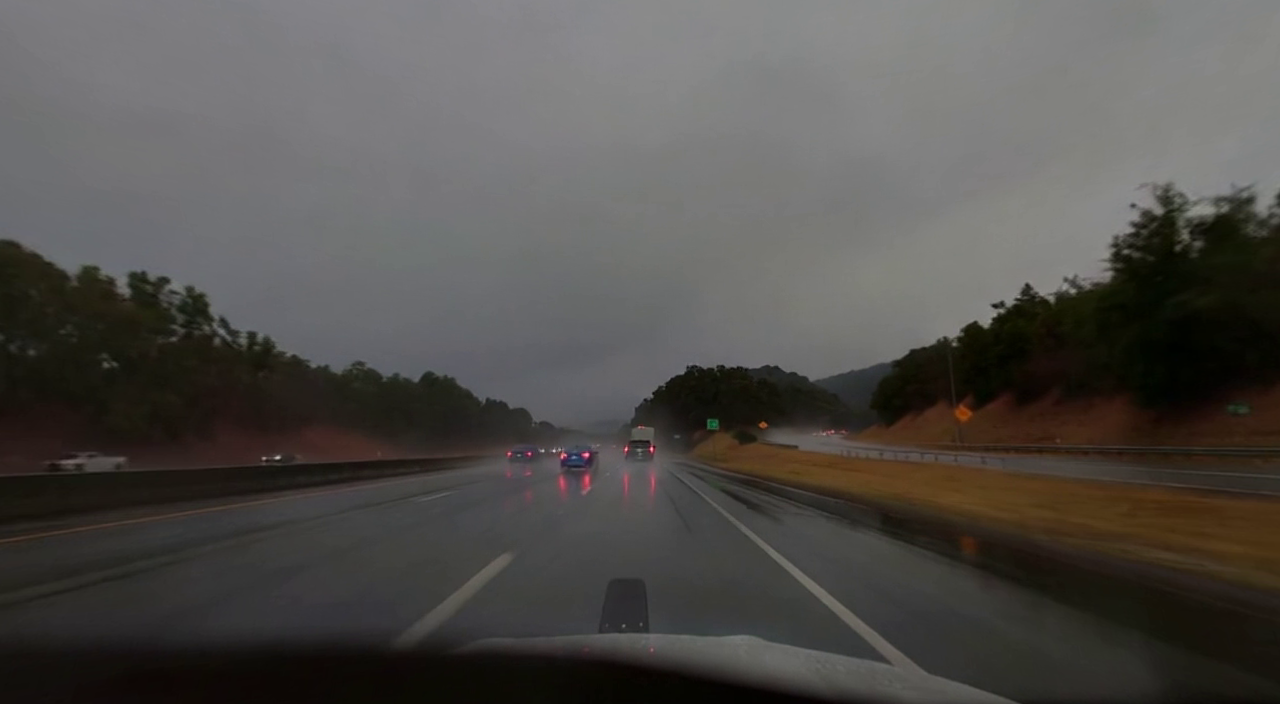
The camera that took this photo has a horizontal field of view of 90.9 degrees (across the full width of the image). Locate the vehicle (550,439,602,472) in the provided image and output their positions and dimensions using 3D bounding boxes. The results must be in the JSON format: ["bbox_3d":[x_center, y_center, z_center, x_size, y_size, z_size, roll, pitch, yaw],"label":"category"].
[{"bbox_3d":[-3.292,5.457,33.447,2.139,1.589,5.102,0,-8,1],"label":"vehicle"}]

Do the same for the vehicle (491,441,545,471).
[{"bbox_3d":[-6.779,5.836,35.609,2.009,1.519,4.697,0,-8,1],"label":"vehicle"}]

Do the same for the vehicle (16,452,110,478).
[{"bbox_3d":[-37.546,7.318,41.201,1.956,1.551,4.516,0,-8,-1],"label":"vehicle"}]

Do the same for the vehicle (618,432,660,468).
[{"bbox_3d":[-0.042,5.721,36.819,2.309,1.915,5.130,0,-8,0],"label":"vehicle"}]
